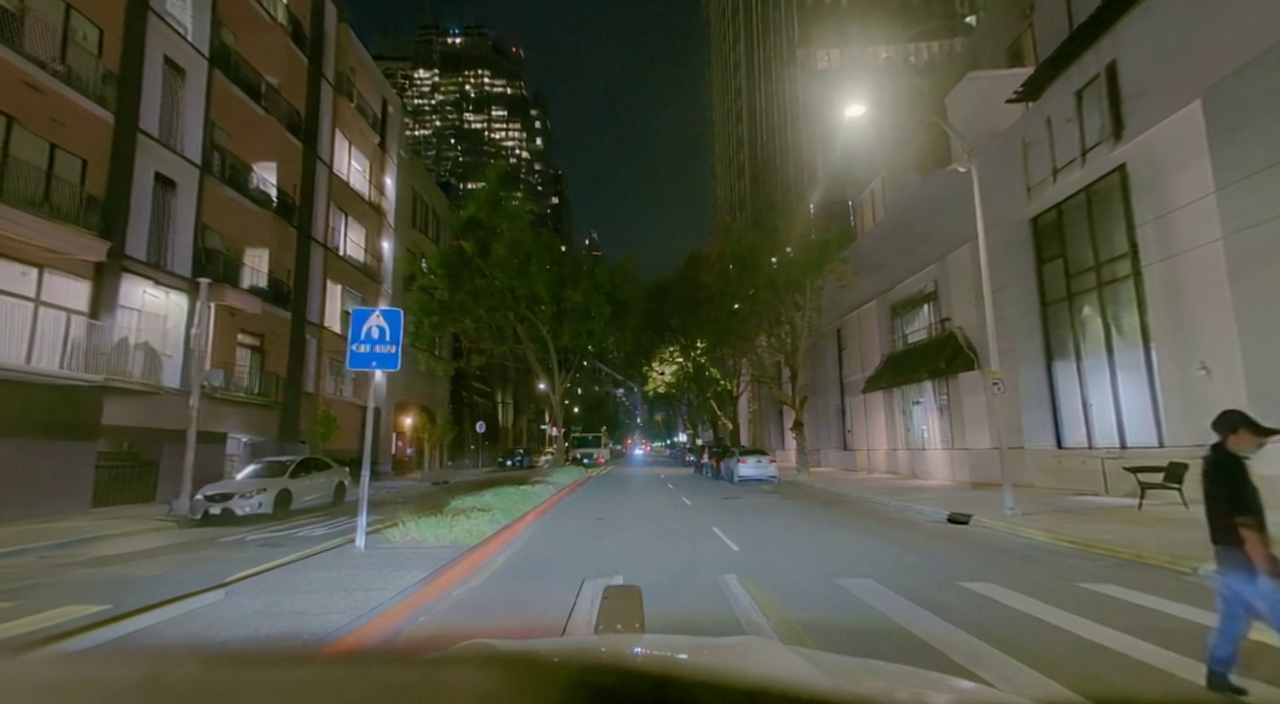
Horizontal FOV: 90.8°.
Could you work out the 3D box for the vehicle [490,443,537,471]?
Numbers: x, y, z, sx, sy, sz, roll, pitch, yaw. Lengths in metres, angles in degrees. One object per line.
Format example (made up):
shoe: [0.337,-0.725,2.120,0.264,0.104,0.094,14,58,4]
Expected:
vehicle: [-8.871,7.392,44.685,2.256,1.802,4.333,0,-8,1]

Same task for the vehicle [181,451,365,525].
vehicle: [-8.797,3.244,15.695,2.007,1.503,4.343,0,-8,-1]

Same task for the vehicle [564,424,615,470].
vehicle: [-3.008,5.892,39.264,2.317,2.596,6.053,0,-8,3]

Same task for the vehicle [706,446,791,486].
vehicle: [4.573,4.648,26.126,1.858,1.491,4.329,-5,-10,33]
